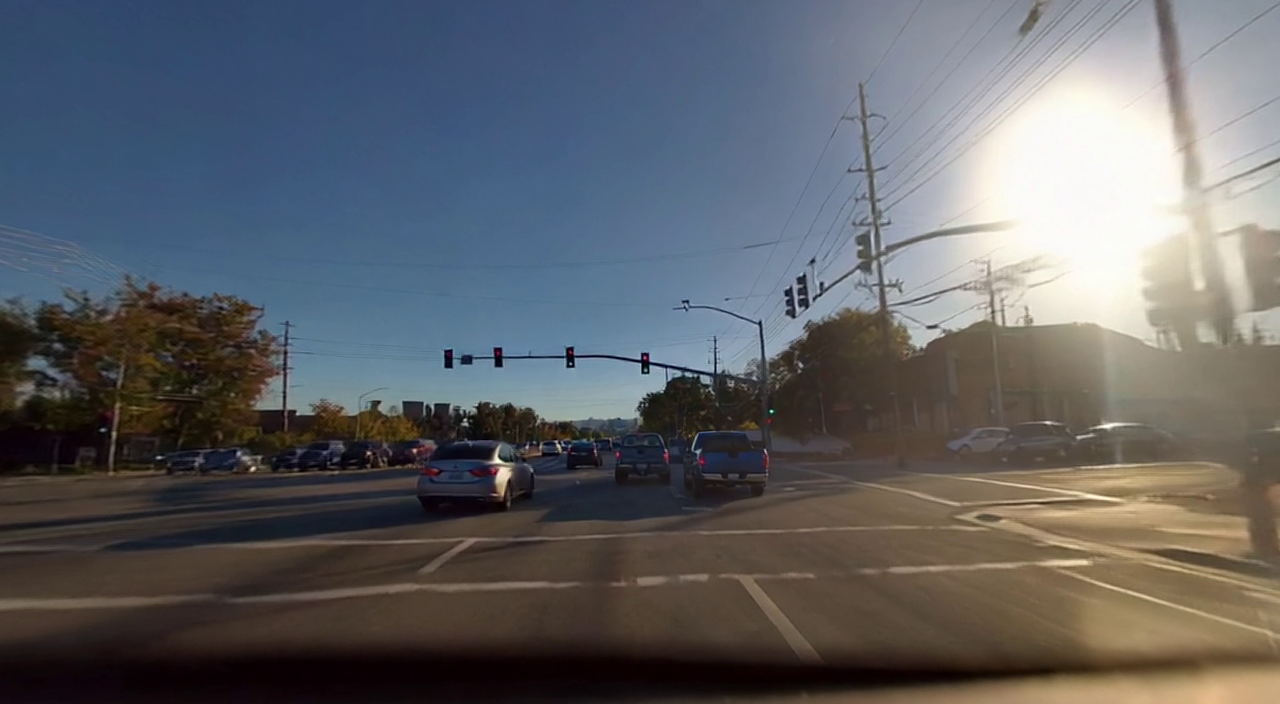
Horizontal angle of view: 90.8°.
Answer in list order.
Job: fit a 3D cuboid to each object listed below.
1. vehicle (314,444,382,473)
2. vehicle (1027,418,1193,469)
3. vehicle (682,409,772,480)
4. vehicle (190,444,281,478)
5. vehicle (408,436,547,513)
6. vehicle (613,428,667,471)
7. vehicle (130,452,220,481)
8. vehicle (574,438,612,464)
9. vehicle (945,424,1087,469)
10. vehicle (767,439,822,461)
[{"bbox_3d":[-17.996,6.547,39.179,1.958,1.683,4.559,-1,-8,2],"label":"vehicle"},{"bbox_3d":[17.390,3.419,23.474,4.782,1.768,2.152,2,-9,-11],"label":"vehicle"},{"bbox_3d":[3.527,4.008,27.414,2.905,2.636,6.895,0,-8,0],"label":"vehicle"},{"bbox_3d":[-24.438,6.601,38.411,2.224,1.759,4.994,-4,-9,0],"label":"vehicle"},{"bbox_3d":[-3.560,2.760,14.794,1.939,1.494,4.499,0,-8,2],"label":"vehicle"},{"bbox_3d":[0.129,5.259,34.226,2.643,2.145,5.585,-1,-8,3],"label":"vehicle"},{"bbox_3d":[-28.056,6.911,38.323,1.985,1.609,4.536,-1,-9,1],"label":"vehicle"},{"bbox_3d":[-3.316,7.161,45.779,2.273,1.749,4.385,0,-8,2],"label":"vehicle"},{"bbox_3d":[15.439,3.918,26.080,4.681,1.756,2.109,2,-9,-9],"label":"vehicle"},{"bbox_3d":[12.059,7.713,49.612,2.010,1.633,4.246,3,-9,-21],"label":"vehicle"}]
